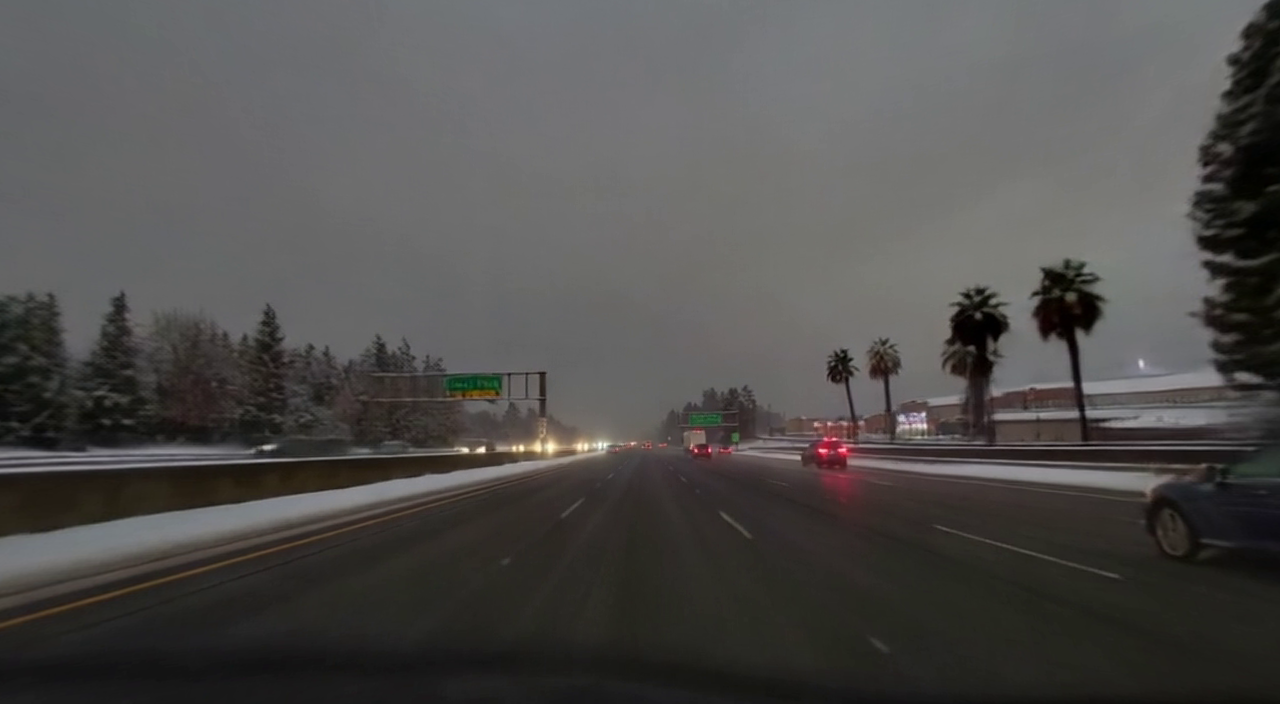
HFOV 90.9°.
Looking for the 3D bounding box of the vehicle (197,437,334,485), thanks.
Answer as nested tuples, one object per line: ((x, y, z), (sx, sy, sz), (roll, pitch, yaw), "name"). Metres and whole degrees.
((-12.750, 3.730, 21.876), (1.860, 1.467, 4.559), (0, -8, 2), "vehicle")

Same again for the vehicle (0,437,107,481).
((-22.426, 3.845, 22.942), (1.905, 1.475, 4.731), (0, -8, 1), "vehicle")

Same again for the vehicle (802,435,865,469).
((11.264, 5.862, 37.073), (2.168, 1.861, 4.678), (0, -8, -1), "vehicle")

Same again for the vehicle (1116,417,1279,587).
((6.904, 1.315, 5.363), (2.071, 1.543, 4.702), (0, -8, 1), "vehicle")
